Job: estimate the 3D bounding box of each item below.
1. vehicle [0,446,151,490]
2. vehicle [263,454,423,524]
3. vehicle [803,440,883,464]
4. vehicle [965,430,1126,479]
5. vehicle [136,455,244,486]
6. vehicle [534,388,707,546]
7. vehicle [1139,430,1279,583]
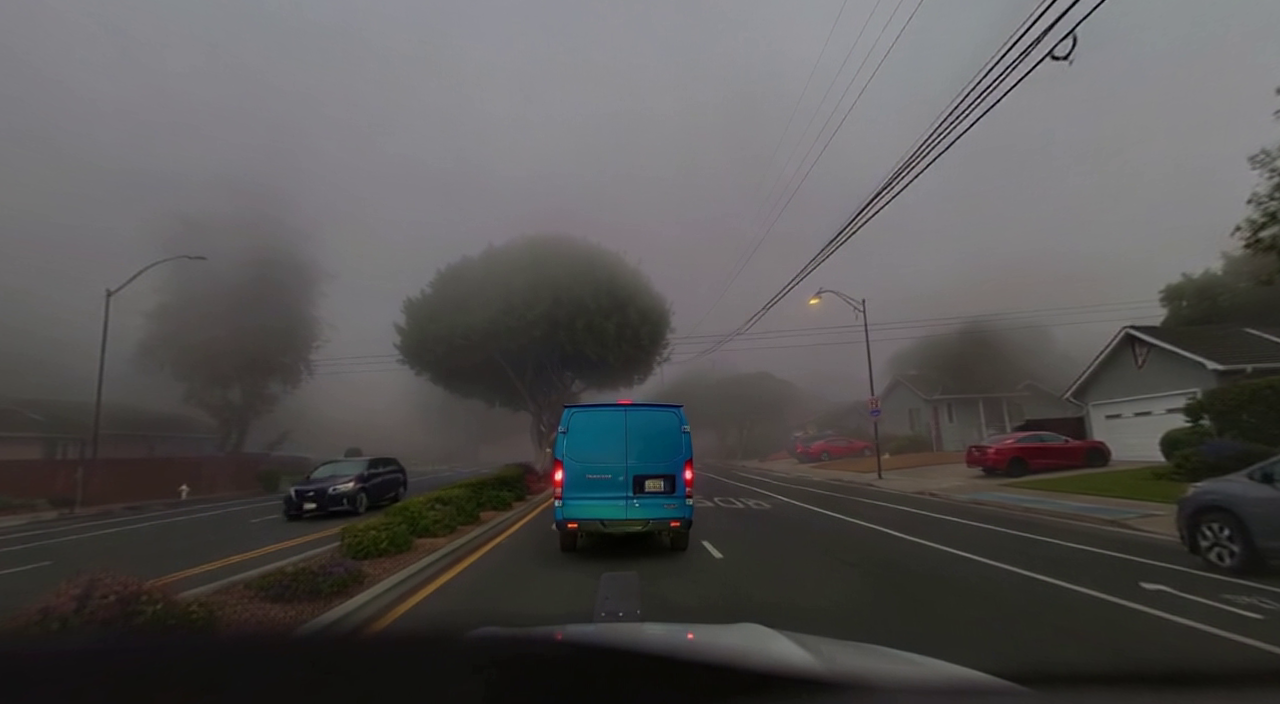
[{"bbox_3d":[-26.939,5.523,30.299,5.026,2.017,2.215,0,-9,-1],"label":"vehicle"},{"bbox_3d":[-7.340,3.400,16.230,1.962,1.481,4.434,0,-9,0],"label":"vehicle"},{"bbox_3d":[13.100,6.451,40.914,4.483,1.463,1.805,0,-9,-1],"label":"vehicle"},{"bbox_3d":[13.134,3.338,20.647,3.916,1.517,1.887,0,-9,-2],"label":"vehicle"},{"bbox_3d":[-27.481,7.233,38.692,4.972,1.776,2.057,0,-9,-1],"label":"vehicle"},{"bbox_3d":[-0.353,1.925,11.089,2.342,2.142,4.809,0,-9,-2],"label":"vehicle"},{"bbox_3d":[7.336,1.465,5.833,1.883,1.504,4.220,0,-9,-2],"label":"vehicle"}]
